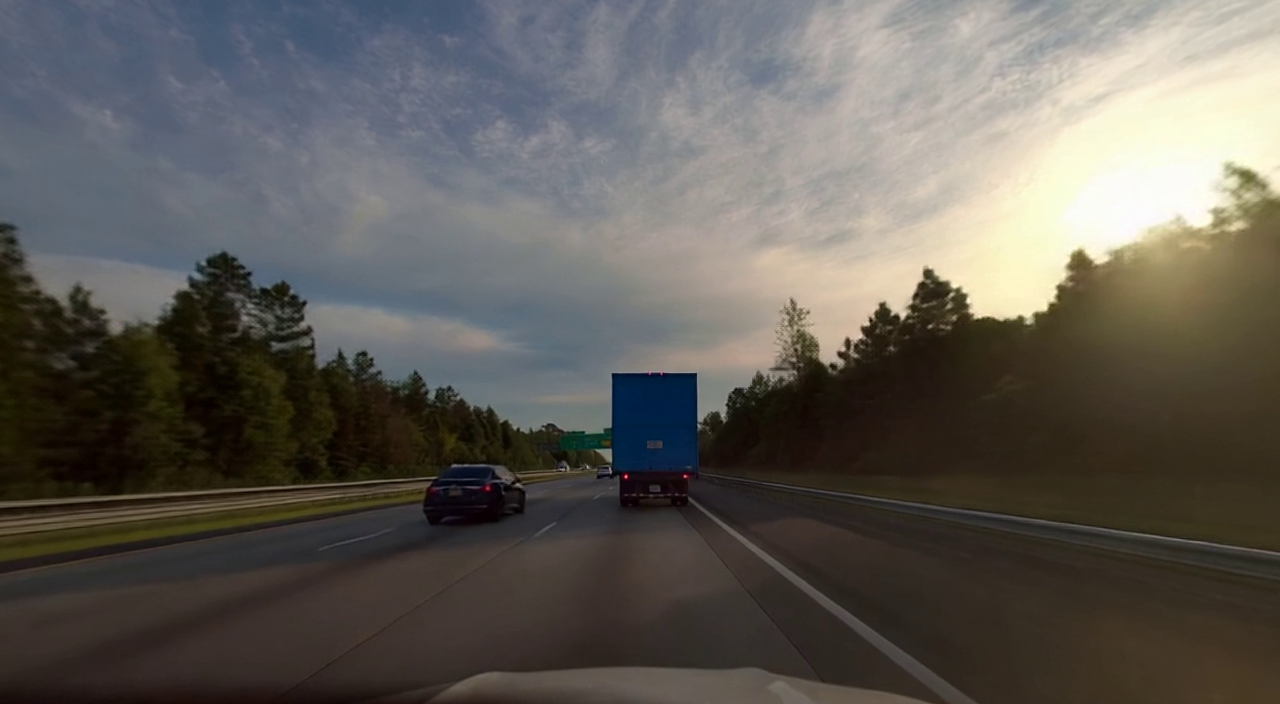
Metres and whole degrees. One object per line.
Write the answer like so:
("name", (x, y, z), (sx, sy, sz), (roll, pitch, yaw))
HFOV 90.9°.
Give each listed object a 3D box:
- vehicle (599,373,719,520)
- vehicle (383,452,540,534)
("vehicle", (0.514, 3.238, 20.800), (3.008, 3.678, 9.512), (1, -10, 0))
("vehicle", (-3.782, 3.135, 14.446), (2.079, 1.506, 4.821), (0, -10, 1))
